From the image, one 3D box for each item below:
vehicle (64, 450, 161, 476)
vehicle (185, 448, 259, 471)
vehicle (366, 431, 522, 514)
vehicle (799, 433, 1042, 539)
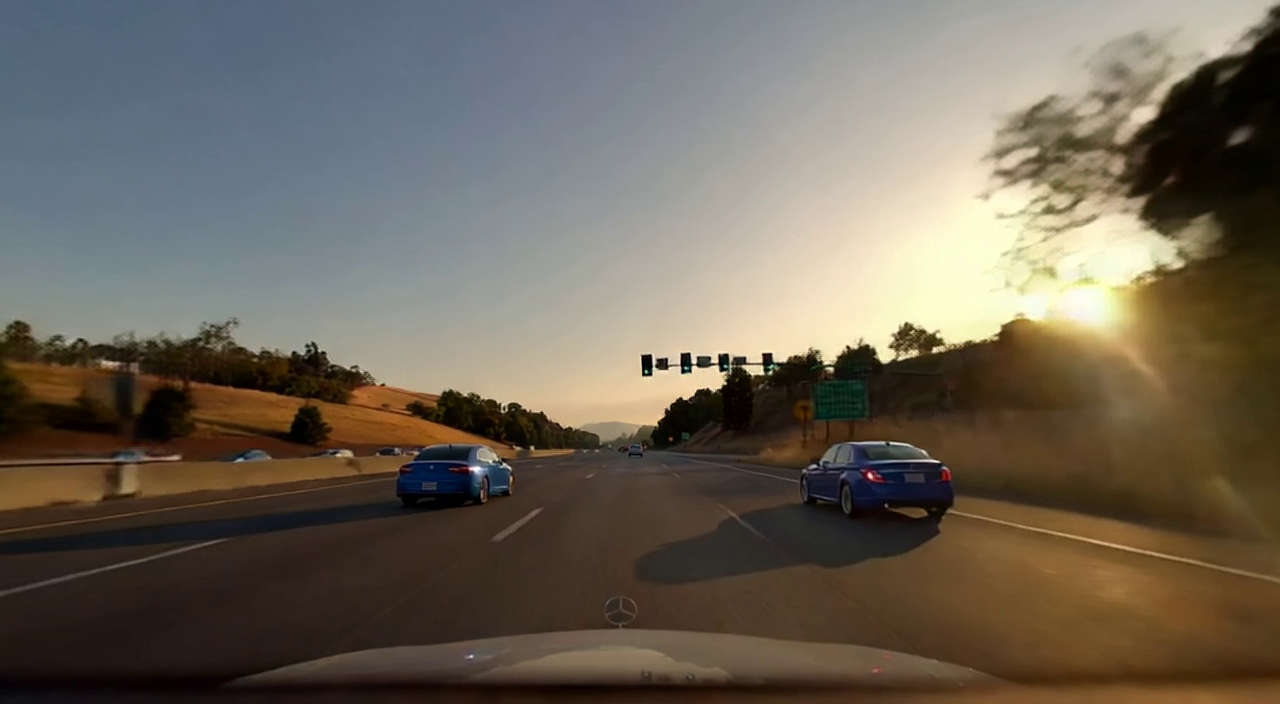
[{"bbox_3d":[-32.875,6.921,39.421,1.949,1.465,4.795,0,-9,0],"label":"vehicle"},{"bbox_3d":[-28.723,7.393,43.440,1.827,1.473,4.641,0,-9,1],"label":"vehicle"},{"bbox_3d":[-4.067,2.578,14.002,1.987,1.516,4.478,0,-9,0],"label":"vehicle"},{"bbox_3d":[4.575,2.256,11.322,2.049,1.481,4.774,0,-9,-2],"label":"vehicle"}]
